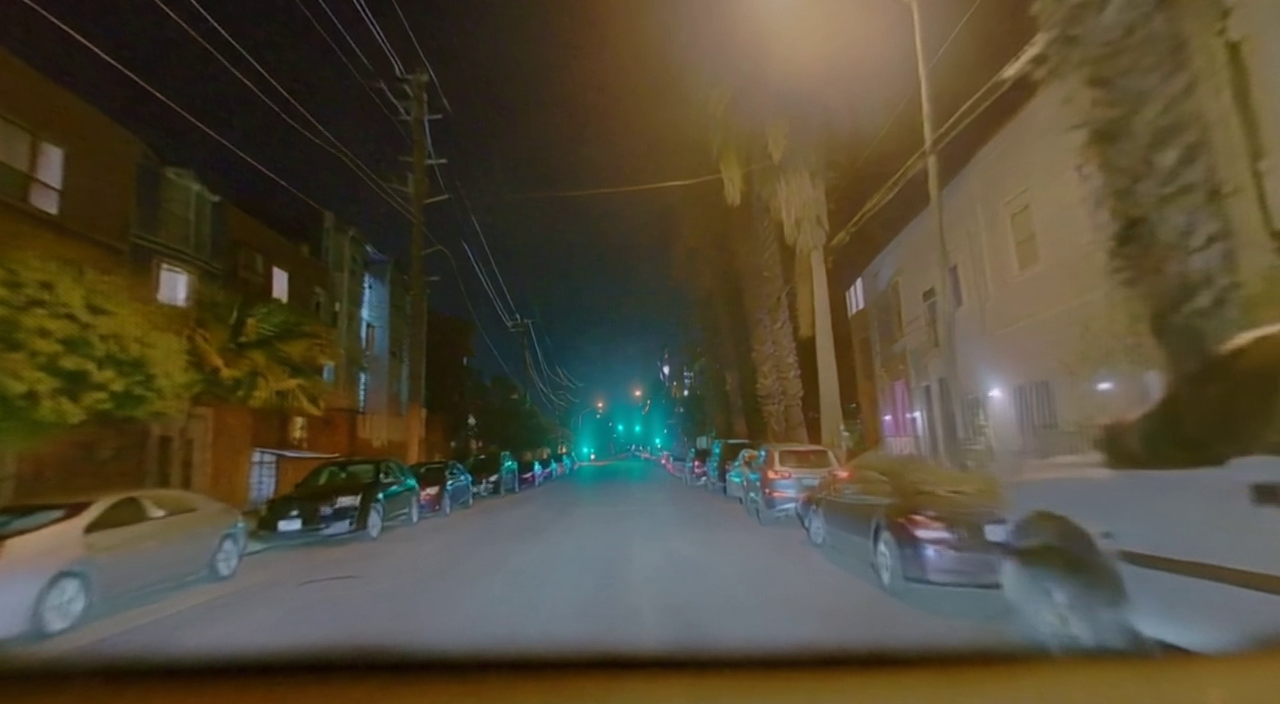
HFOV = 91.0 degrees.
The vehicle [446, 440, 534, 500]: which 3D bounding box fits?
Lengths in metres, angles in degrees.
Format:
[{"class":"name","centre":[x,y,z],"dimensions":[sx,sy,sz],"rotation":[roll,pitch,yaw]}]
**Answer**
[{"class":"vehicle","centre":[-6.156,4.880,26.773],"dimensions":[2.281,2.248,5.873],"rotation":[0,-8,0]}]

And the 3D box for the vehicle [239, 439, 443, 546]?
[{"class":"vehicle","centre":[-6.330,2.976,14.197],"dimensions":[2.349,1.952,4.848],"rotation":[0,-8,-2]}]

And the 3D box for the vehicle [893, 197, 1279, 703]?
[{"class":"vehicle","centre":[2.906,0.468,1.085],"dimensions":[2.268,1.953,6.124],"rotation":[0,-8,-1]}]

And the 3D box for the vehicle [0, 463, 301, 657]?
[{"class":"vehicle","centre":[-6.287,2.147,7.605],"dimensions":[1.874,1.449,4.622],"rotation":[0,-8,-1]}]
